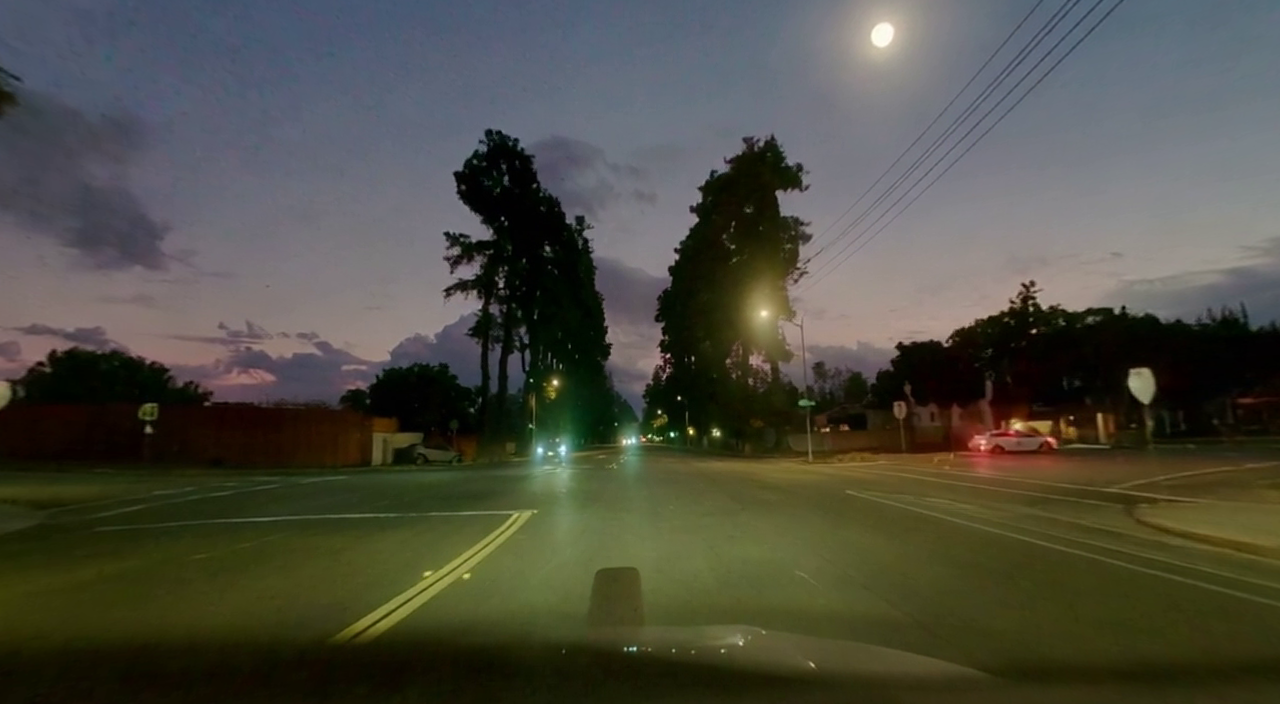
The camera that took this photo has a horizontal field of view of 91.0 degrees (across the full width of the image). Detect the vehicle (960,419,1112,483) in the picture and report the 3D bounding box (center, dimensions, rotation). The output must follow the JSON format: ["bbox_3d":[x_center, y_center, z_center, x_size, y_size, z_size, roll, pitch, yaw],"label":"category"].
[{"bbox_3d":[13.245,3.286,21.022,4.771,1.912,2.137,5,-10,-29],"label":"vehicle"}]

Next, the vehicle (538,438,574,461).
[{"bbox_3d":[-6.560,7.685,49.762,2.038,1.743,4.381,-1,-8,3],"label":"vehicle"}]
